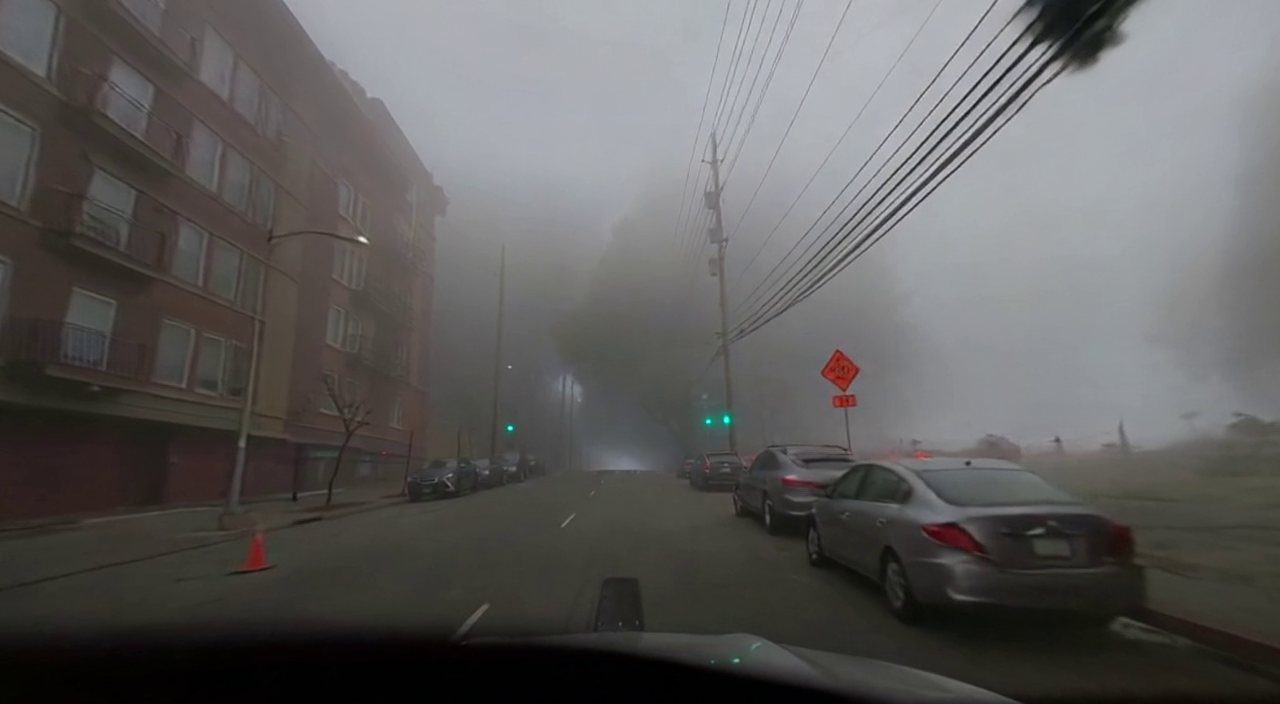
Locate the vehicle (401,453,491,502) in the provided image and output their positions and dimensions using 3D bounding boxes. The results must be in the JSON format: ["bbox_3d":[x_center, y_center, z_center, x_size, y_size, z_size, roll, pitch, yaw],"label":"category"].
[{"bbox_3d":[-6.659,4.330,22.215,1.968,1.450,4.271,0,-8,-2],"label":"vehicle"}]

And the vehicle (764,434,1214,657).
[{"bbox_3d":[2.872,1.677,6.769,2.010,1.499,4.754,0,-8,-1],"label":"vehicle"}]
